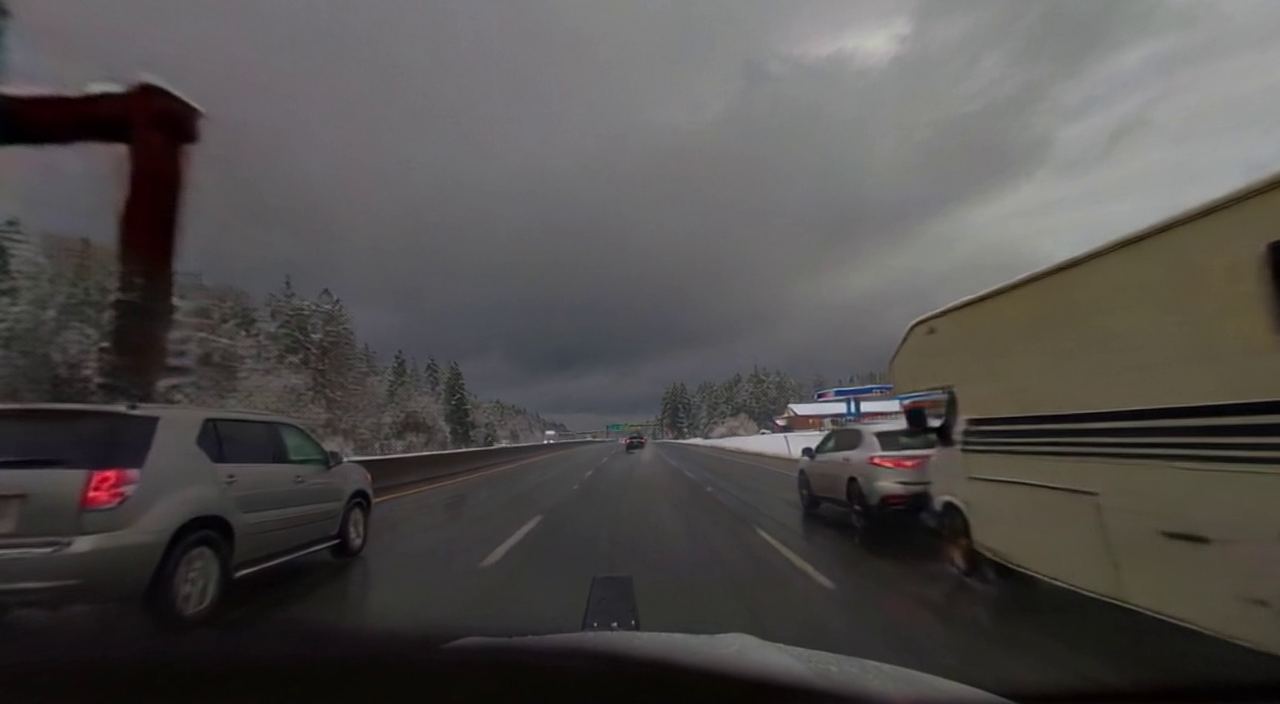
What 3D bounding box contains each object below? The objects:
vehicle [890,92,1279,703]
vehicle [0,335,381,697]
[{"bbox_3d":[3.851,0.401,3.332,2.590,2.680,5.445,0,-8,-2],"label":"vehicle"},{"bbox_3d":[-4.113,1.074,5.229,2.061,1.732,4.457,0,-8,-1],"label":"vehicle"}]
